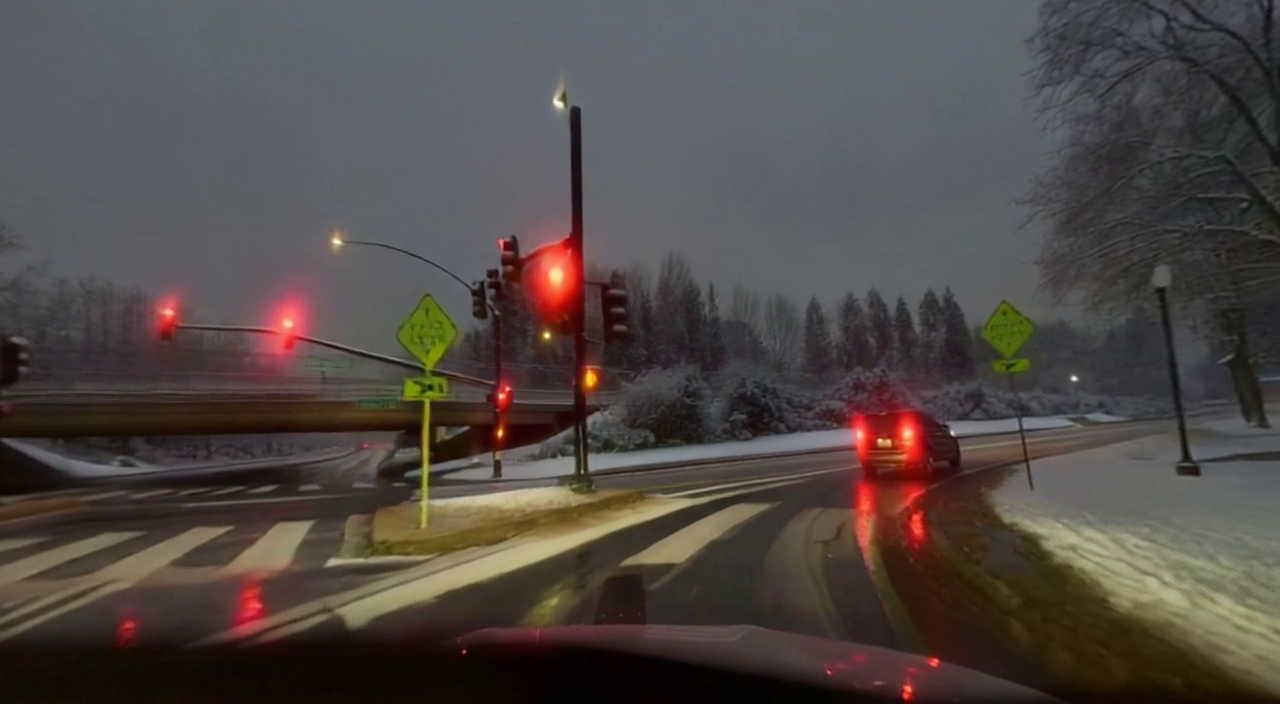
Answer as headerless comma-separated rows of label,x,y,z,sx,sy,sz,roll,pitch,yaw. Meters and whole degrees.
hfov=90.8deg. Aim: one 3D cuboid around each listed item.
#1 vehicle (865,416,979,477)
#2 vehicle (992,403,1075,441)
vehicle,8.545,2.820,18.956,1.908,1.622,4.166,-7,-11,40
vehicle,21.978,3.972,35.223,5.144,1.954,2.122,6,-10,-37
